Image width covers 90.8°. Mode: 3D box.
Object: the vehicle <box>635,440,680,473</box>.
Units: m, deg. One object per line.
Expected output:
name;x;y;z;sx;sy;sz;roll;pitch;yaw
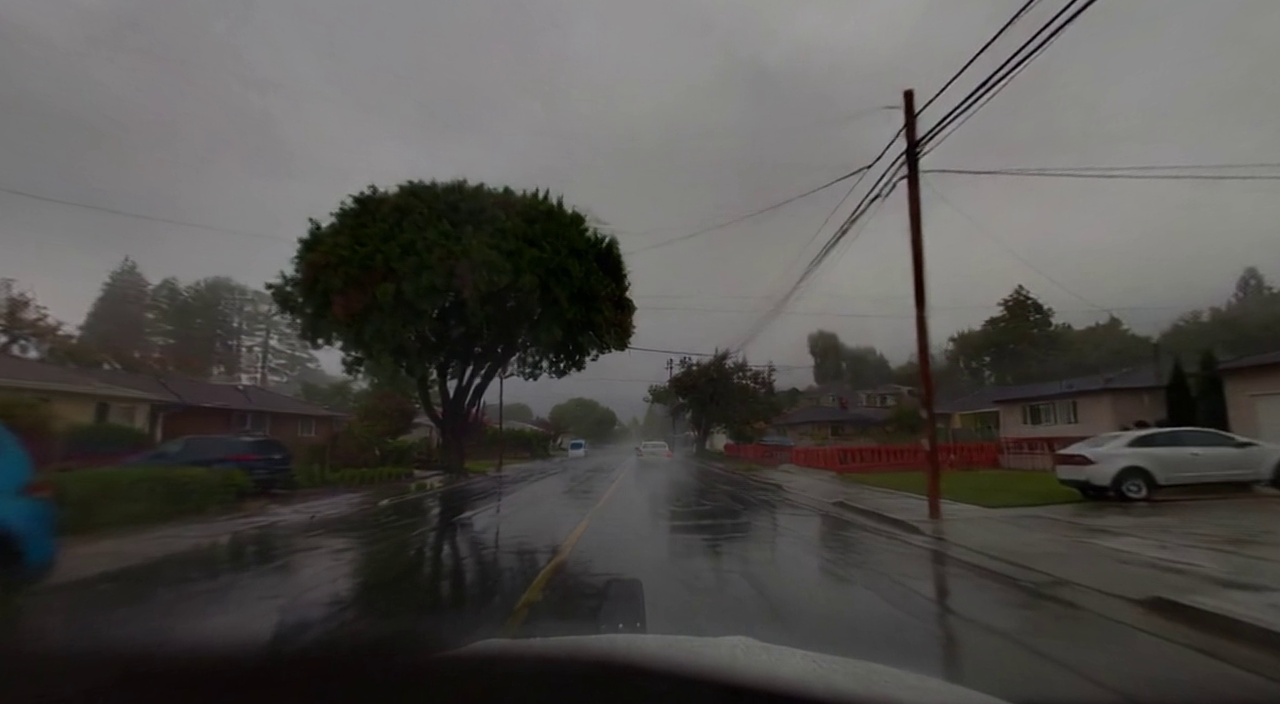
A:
vehicle;0.747;4.959;30.198;2.000;1.449;4.006;0;-8;-1

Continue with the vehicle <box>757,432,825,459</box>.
vehicle;10.005;6.245;42.141;4.009;1.747;1.839;0;-9;0

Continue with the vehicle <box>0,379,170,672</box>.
vehicle;-5.108;0.983;2.936;2.126;1.816;4.796;-3;-8;1

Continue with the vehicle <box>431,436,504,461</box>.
vehicle;-13.029;7.312;47.896;4.909;1.869;2.007;-1;-9;5

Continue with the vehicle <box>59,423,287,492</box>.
vehicle;-12.949;2.950;17.786;4.765;1.791;1.941;0;-9;-1

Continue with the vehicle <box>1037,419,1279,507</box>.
vehicle;11.096;2.205;12.932;4.592;1.489;1.919;-2;-8;-1
